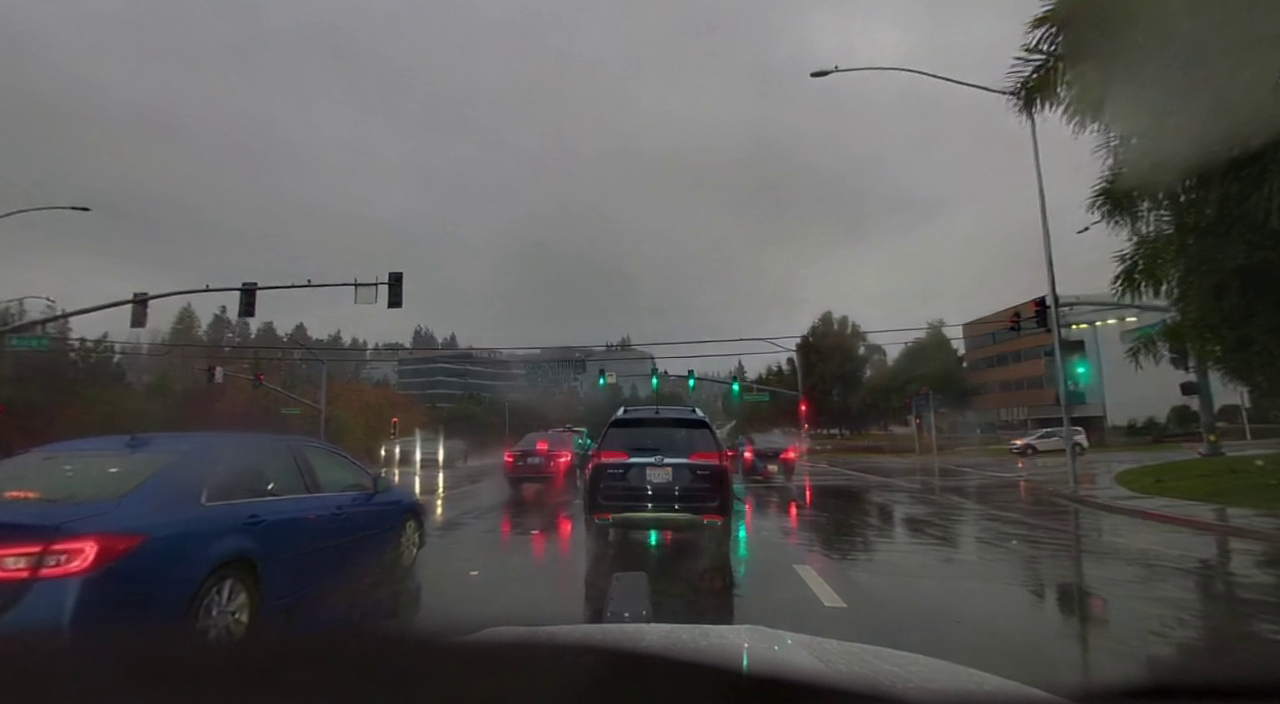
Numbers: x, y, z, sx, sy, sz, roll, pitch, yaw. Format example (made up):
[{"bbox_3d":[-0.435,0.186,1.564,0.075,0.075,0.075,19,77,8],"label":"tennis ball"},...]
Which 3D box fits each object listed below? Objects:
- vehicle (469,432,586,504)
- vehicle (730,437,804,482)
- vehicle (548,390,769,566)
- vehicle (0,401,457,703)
[{"bbox_3d":[-2.560,2.754,15.372,1.851,1.502,4.042,-1,-8,4],"label":"vehicle"},{"bbox_3d":[4.485,3.843,22.876,1.979,1.453,4.011,0,-8,2],"label":"vehicle"},{"bbox_3d":[0.221,1.631,8.838,2.300,1.832,4.331,0,-8,1],"label":"vehicle"},{"bbox_3d":[-3.222,1.298,5.054,1.958,1.494,4.624,0,-8,2],"label":"vehicle"}]
